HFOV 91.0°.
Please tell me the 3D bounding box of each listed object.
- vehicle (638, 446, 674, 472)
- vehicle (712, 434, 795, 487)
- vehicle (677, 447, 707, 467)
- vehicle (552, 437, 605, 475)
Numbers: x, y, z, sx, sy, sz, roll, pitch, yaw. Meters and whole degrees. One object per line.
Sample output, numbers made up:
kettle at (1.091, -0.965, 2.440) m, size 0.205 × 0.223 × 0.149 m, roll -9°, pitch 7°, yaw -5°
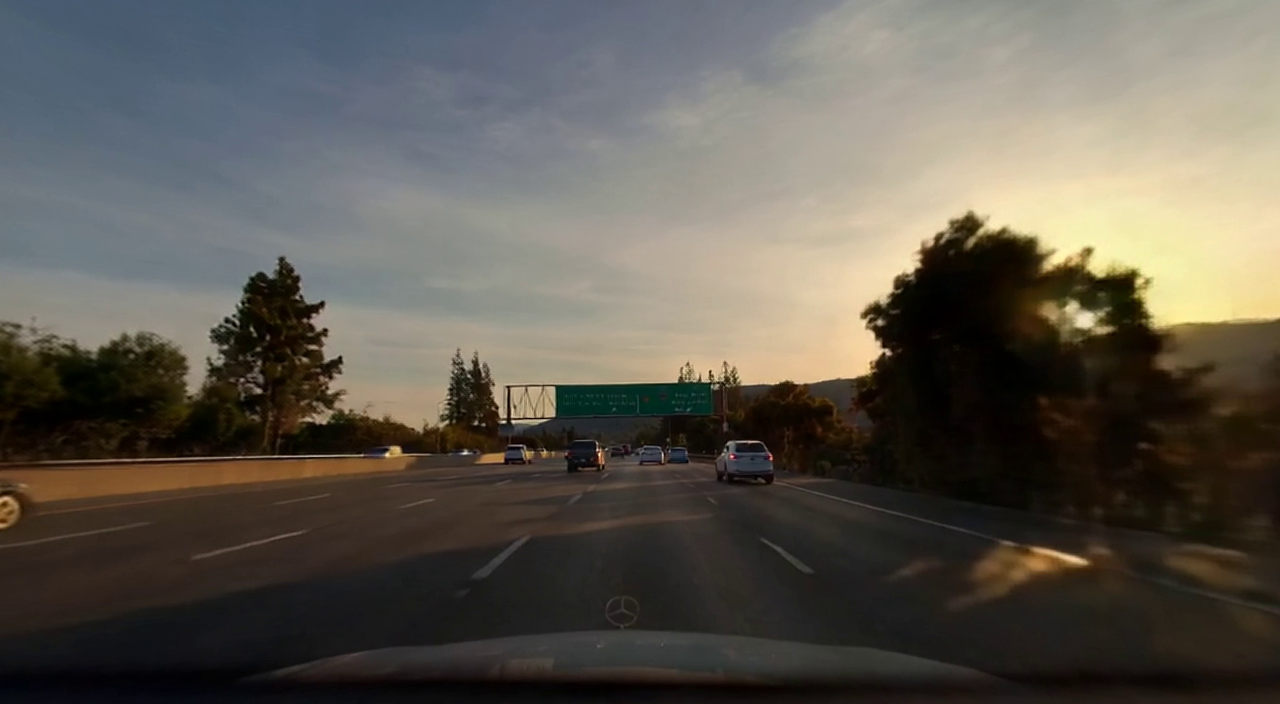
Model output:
vehicle at (0.985, 6.711, 39.761) m, size 2.126 × 1.529 × 4.438 m, roll 0°, pitch -9°, yaw 1°
vehicle at (4.152, 4.090, 23.968) m, size 2.218 × 1.776 × 4.807 m, roll 0°, pitch -9°, yaw 0°
vehicle at (4.004, 8.135, 48.933) m, size 1.929 × 1.485 × 4.482 m, roll 0°, pitch -9°, yaw 0°
vehicle at (-3.337, 5.828, 35.462) m, size 2.449 × 1.929 × 5.503 m, roll 0°, pitch -9°, yaw 0°
